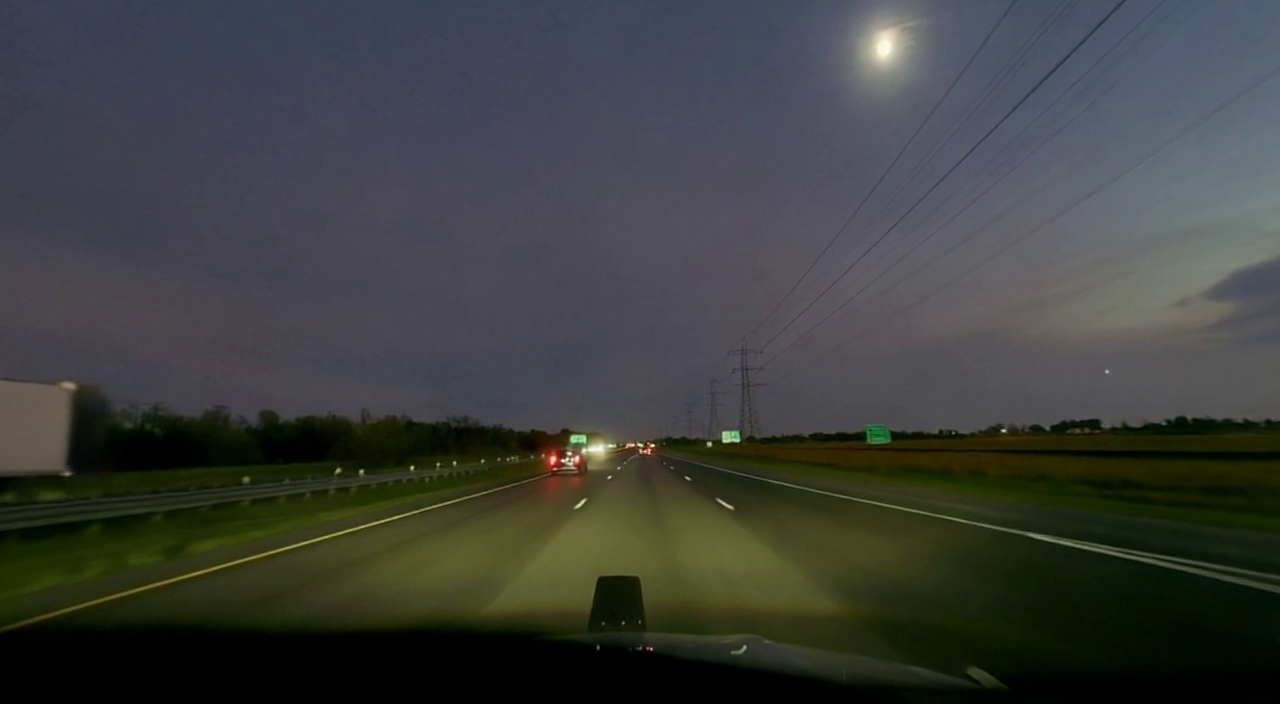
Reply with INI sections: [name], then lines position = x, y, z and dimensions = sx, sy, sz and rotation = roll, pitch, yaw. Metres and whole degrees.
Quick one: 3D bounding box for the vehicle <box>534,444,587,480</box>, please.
[vehicle]
position = -3.717, 5.242, 30.221
dimensions = 1.924, 1.550, 4.165
rotation = 0, -9, 1
